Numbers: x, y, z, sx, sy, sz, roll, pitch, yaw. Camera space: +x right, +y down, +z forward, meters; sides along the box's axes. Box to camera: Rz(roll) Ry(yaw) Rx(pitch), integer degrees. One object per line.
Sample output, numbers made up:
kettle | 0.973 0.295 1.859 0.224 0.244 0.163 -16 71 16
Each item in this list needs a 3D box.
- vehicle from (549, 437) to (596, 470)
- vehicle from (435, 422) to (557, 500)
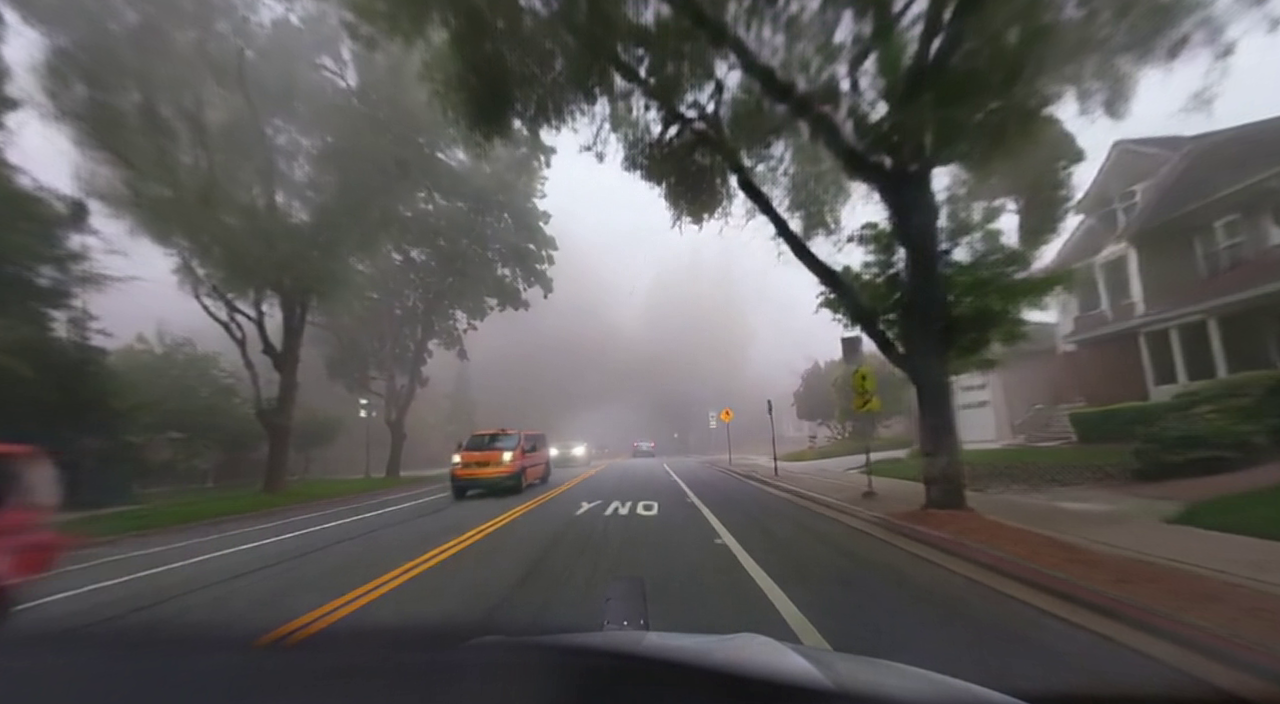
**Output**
vehicle | -3.891 5.922 36.956 2.134 1.821 4.719 0 -8 1
vehicle | -4.032 3.155 18.749 2.267 1.975 5.112 0 -8 2
